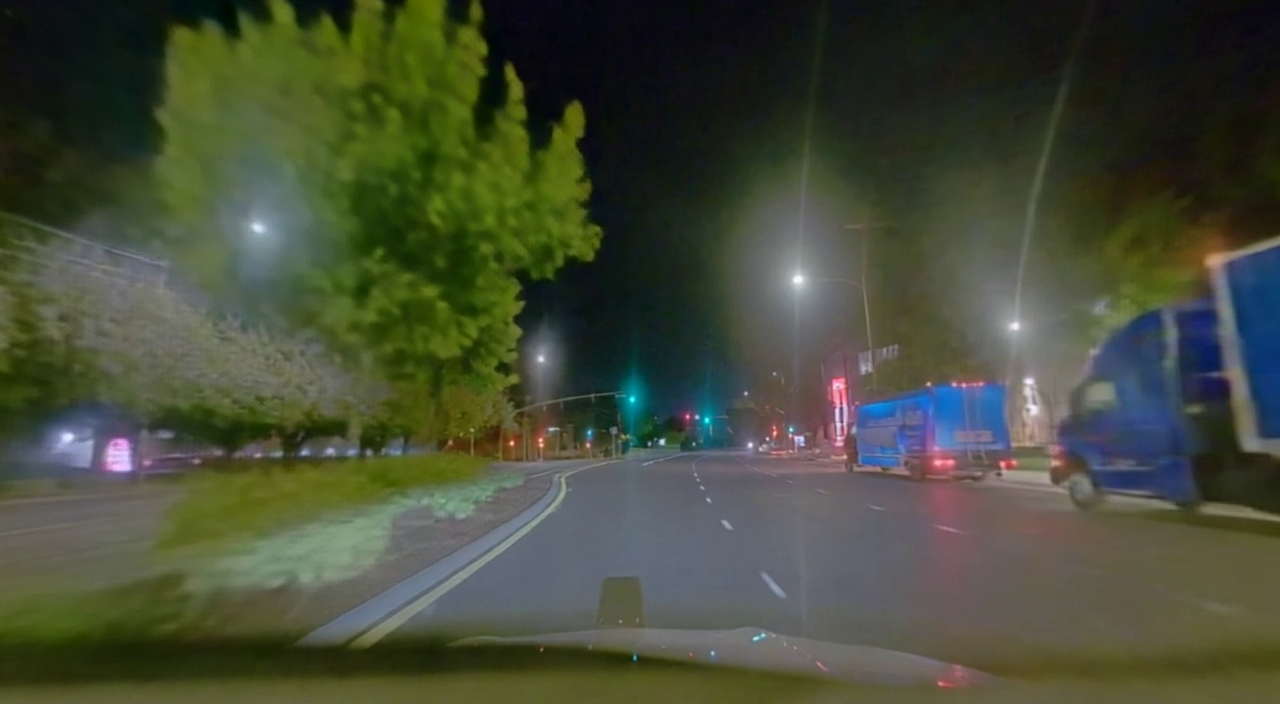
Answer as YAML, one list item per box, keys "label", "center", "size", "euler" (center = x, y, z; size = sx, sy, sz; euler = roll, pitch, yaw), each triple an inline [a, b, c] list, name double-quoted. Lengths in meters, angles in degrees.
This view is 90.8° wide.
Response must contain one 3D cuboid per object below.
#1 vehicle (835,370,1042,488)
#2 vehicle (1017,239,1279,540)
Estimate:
- label: "vehicle"
  center: [10.514, 3.051, 24.184]
  size: [2.946, 3.506, 10.682]
  euler: [0, -8, 1]
- label: "vehicle"
  center: [10.033, 0.682, 9.653]
  size: [3.085, 3.951, 8.785]
  euler: [0, -8, 0]
